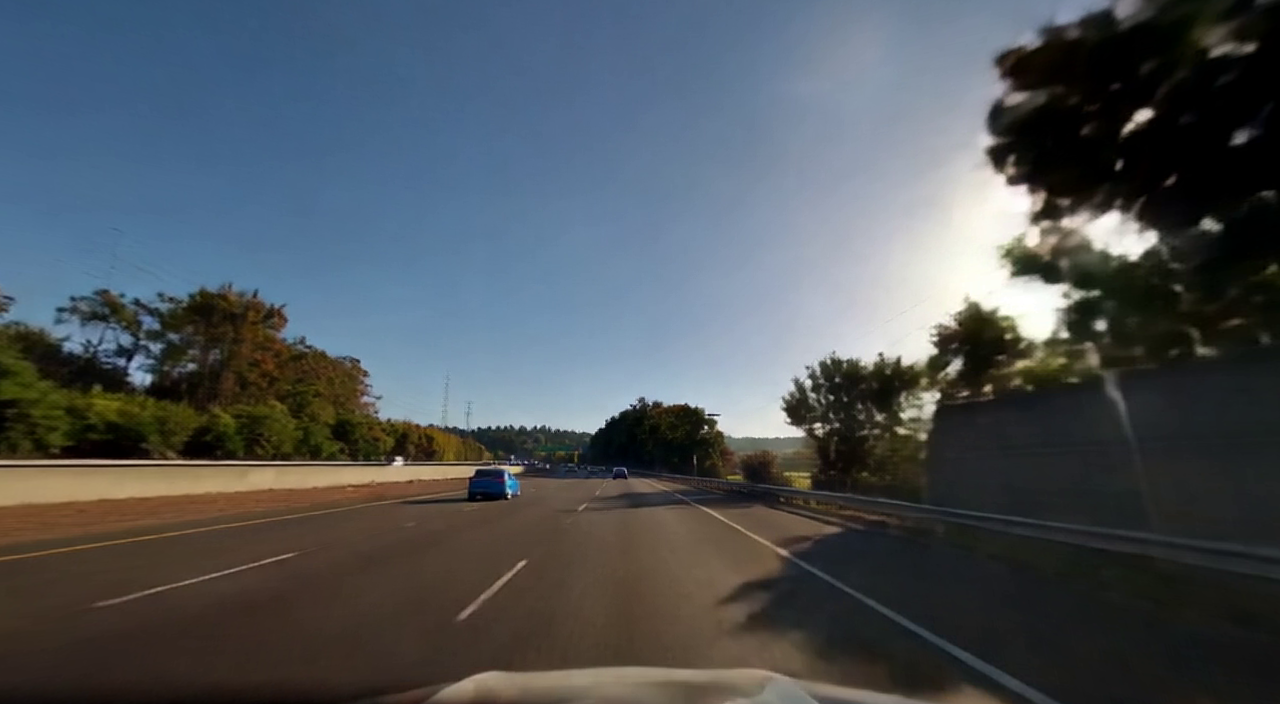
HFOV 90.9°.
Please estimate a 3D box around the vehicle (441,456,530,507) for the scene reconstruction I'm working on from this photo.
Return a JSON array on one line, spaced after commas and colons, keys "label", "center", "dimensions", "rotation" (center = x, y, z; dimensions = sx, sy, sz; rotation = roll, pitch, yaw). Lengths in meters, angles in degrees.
[{"label": "vehicle", "center": [-5.728, 4.889, 24.011], "dimensions": [2.194, 1.704, 4.421], "rotation": [0, -10, 1]}]
